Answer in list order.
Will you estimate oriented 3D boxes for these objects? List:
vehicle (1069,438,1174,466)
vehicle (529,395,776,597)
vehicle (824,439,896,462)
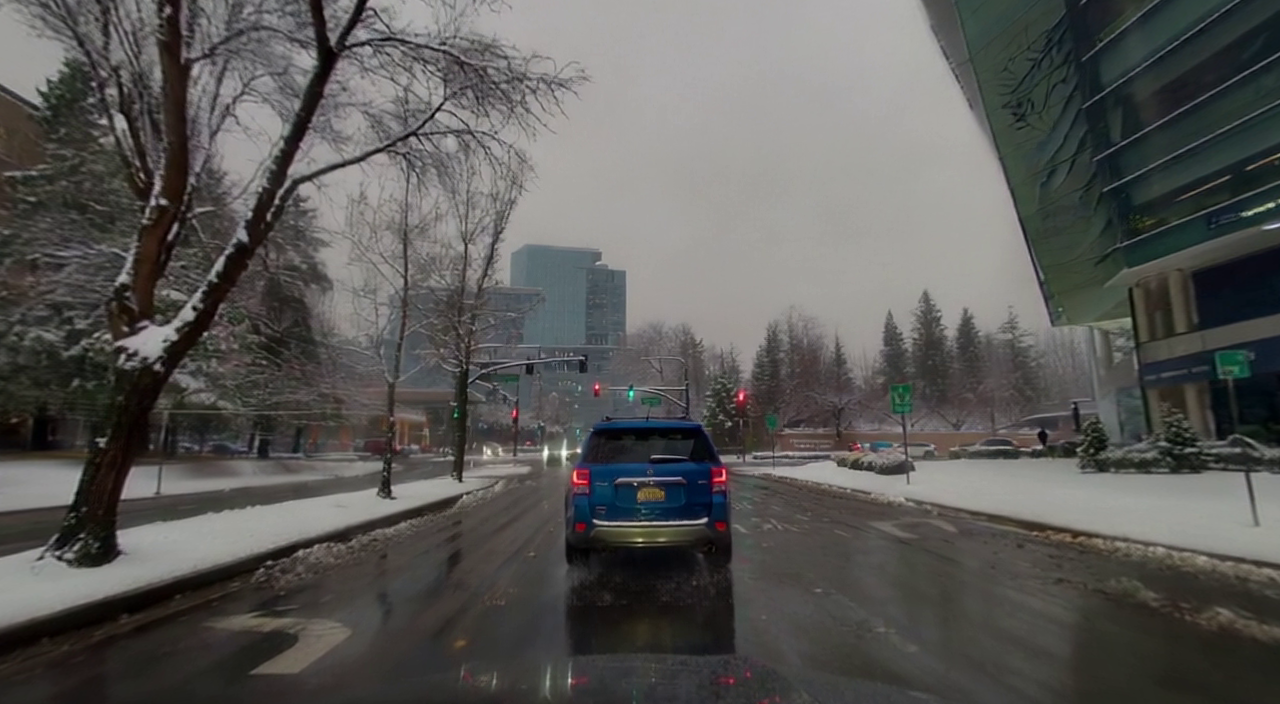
[{"bbox_3d":[28.993,6.030,38.162,4.571,1.558,2.171,0,-9,-2],"label":"vehicle"},{"bbox_3d":[0.010,1.573,7.701,2.183,1.765,4.059,0,-9,-3],"label":"vehicle"},{"bbox_3d":[15.661,7.014,45.105,4.422,1.563,1.751,0,-8,-1],"label":"vehicle"}]
